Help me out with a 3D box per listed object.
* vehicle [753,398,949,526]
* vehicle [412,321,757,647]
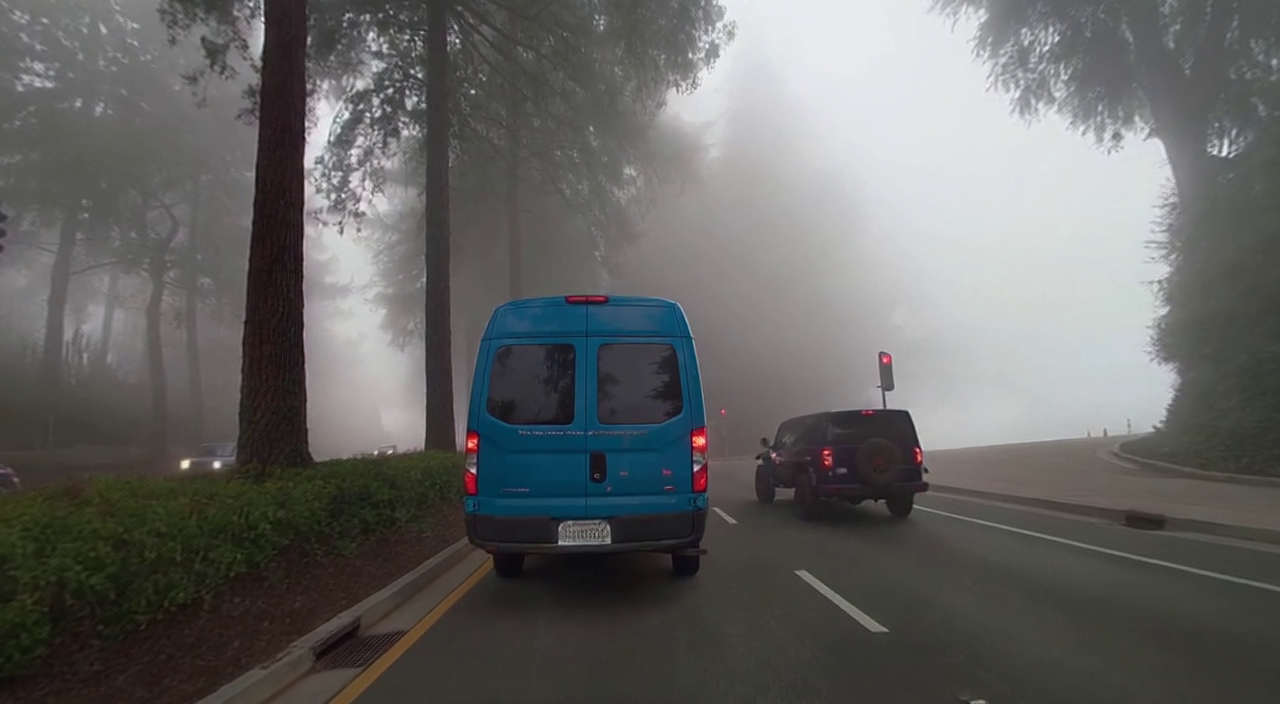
[{"bbox_3d":[3.477,1.923,11.372,1.988,1.873,3.968,0,-9,-2],"label":"vehicle"},{"bbox_3d":[-0.307,1.130,6.195,2.145,2.046,4.309,0,-9,1],"label":"vehicle"}]
